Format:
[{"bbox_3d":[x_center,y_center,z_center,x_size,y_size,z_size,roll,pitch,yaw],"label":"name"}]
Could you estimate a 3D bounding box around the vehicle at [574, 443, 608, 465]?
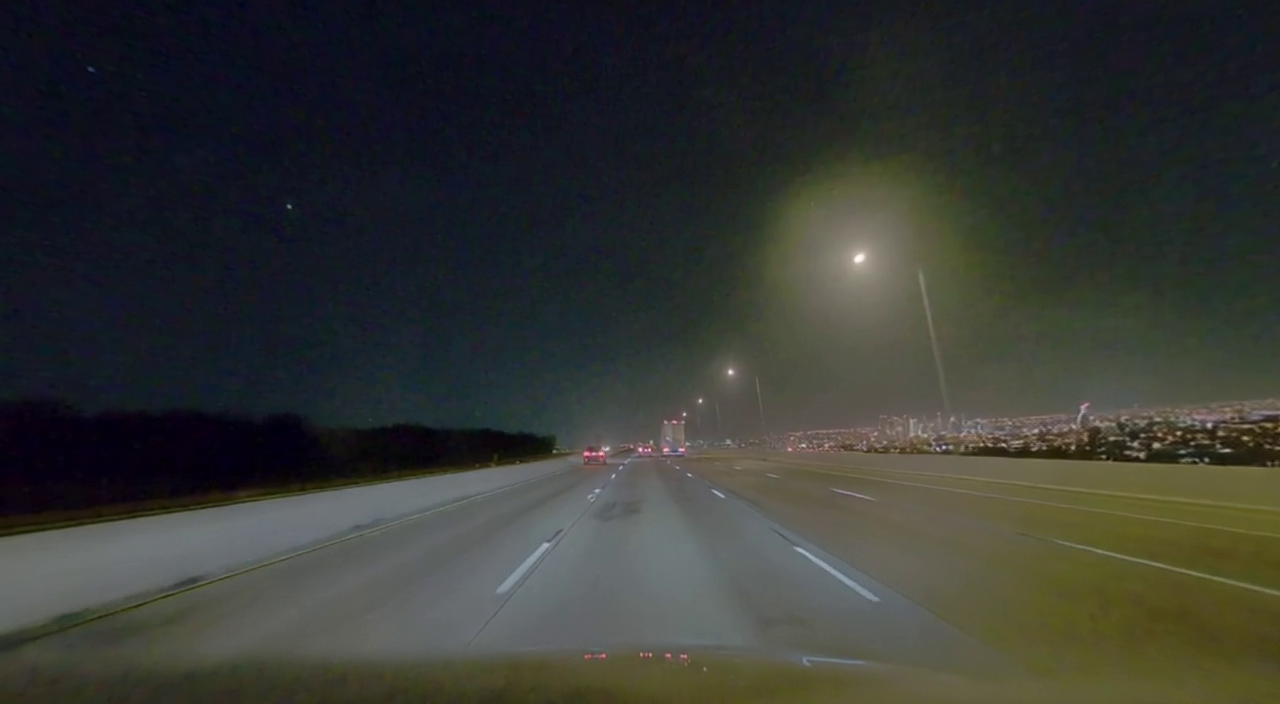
[{"bbox_3d":[-3.649,7.676,47.597,2.113,1.548,4.532,0,-8,2],"label":"vehicle"}]
